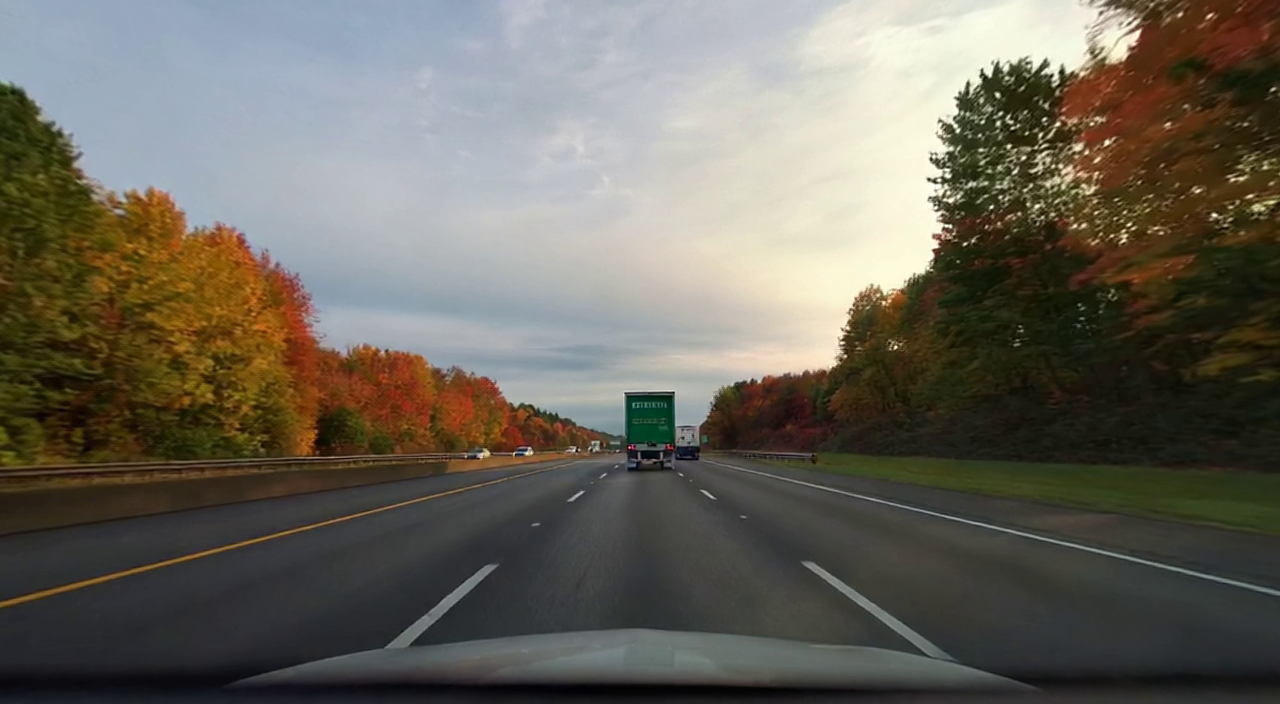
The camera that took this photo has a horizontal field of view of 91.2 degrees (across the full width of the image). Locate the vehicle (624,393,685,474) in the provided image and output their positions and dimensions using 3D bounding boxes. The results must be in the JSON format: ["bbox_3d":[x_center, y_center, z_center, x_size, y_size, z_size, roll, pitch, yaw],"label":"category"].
[{"bbox_3d":[0.638,4.915,37.149,3.057,4.073,10.792,0,-9,-1],"label":"vehicle"}]
